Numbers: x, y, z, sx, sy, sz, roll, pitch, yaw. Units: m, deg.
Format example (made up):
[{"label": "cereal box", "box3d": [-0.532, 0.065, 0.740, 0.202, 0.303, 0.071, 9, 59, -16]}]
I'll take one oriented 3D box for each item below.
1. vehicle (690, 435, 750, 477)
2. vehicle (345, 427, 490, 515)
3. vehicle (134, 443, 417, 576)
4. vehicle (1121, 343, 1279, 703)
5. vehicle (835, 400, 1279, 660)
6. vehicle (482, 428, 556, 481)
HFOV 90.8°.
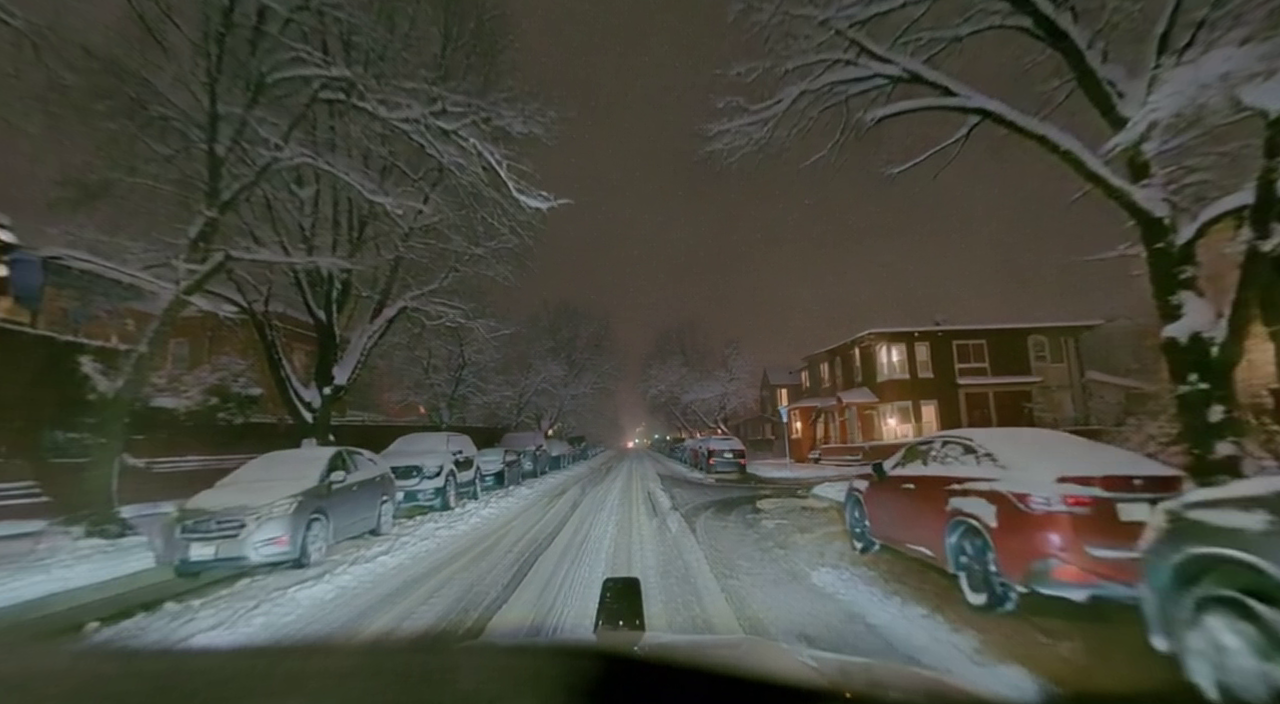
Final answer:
[{"label": "vehicle", "box3d": [3.507, 4.660, 28.615, 1.994, 1.710, 4.699, 0, -8, -1]}, {"label": "vehicle", "box3d": [-5.302, 2.884, 15.871, 2.042, 1.850, 4.758, 0, -8, -2]}, {"label": "vehicle", "box3d": [-4.972, 2.136, 9.528, 1.901, 1.486, 4.422, 1, -8, -5]}, {"label": "vehicle", "box3d": [3.804, 0.615, 1.033, 2.121, 1.778, 4.916, 0, -8, 0]}, {"label": "vehicle", "box3d": [3.787, 1.484, 6.463, 1.989, 1.652, 4.662, 0, -8, -1]}, {"label": "vehicle", "box3d": [-5.263, 4.566, 28.417, 2.390, 2.123, 5.371, 0, -8, -2]}]
